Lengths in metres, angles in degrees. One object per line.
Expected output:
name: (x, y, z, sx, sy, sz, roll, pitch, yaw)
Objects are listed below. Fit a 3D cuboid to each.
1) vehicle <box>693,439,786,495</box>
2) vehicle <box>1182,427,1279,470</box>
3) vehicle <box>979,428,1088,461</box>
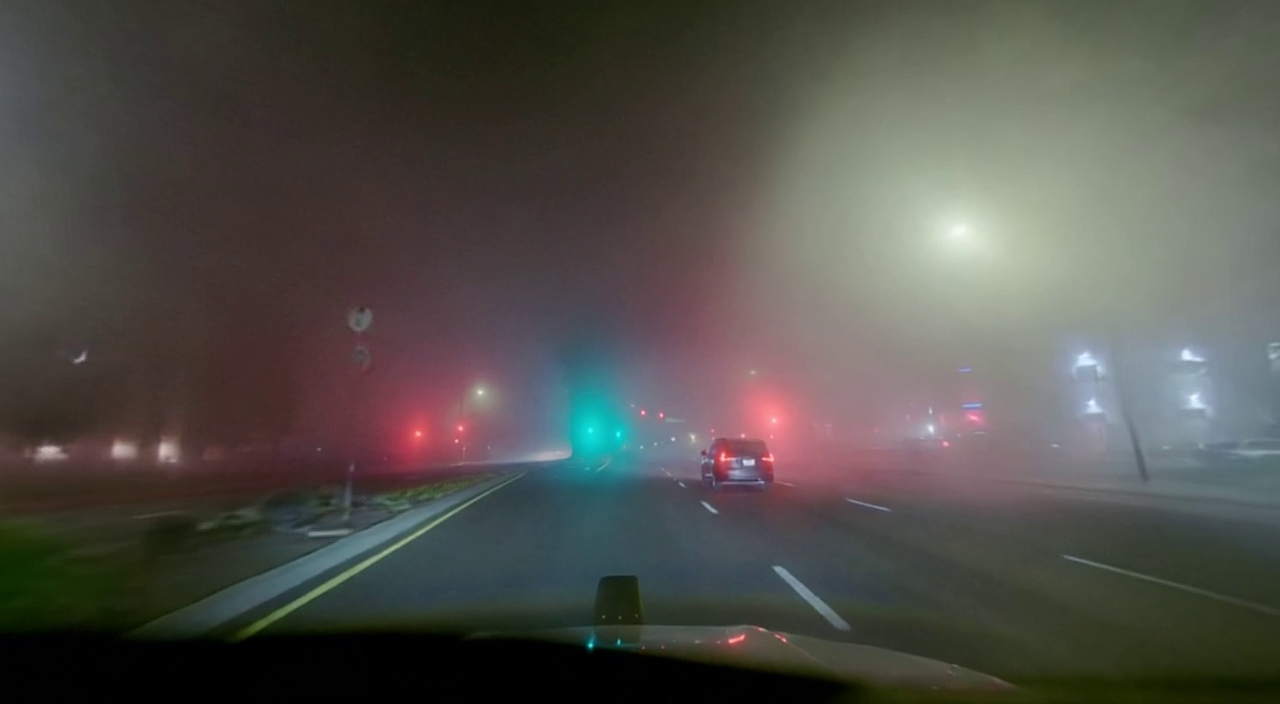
vehicle: (2.819, 3.359, 18.911, 1.964, 1.448, 4.295, 0, -8, -2)
vehicle: (22.185, 3.383, 22.235, 4.472, 1.451, 1.842, 0, -8, -1)
vehicle: (22.290, 5.241, 35.909, 4.781, 1.600, 1.986, -3, -8, 1)
